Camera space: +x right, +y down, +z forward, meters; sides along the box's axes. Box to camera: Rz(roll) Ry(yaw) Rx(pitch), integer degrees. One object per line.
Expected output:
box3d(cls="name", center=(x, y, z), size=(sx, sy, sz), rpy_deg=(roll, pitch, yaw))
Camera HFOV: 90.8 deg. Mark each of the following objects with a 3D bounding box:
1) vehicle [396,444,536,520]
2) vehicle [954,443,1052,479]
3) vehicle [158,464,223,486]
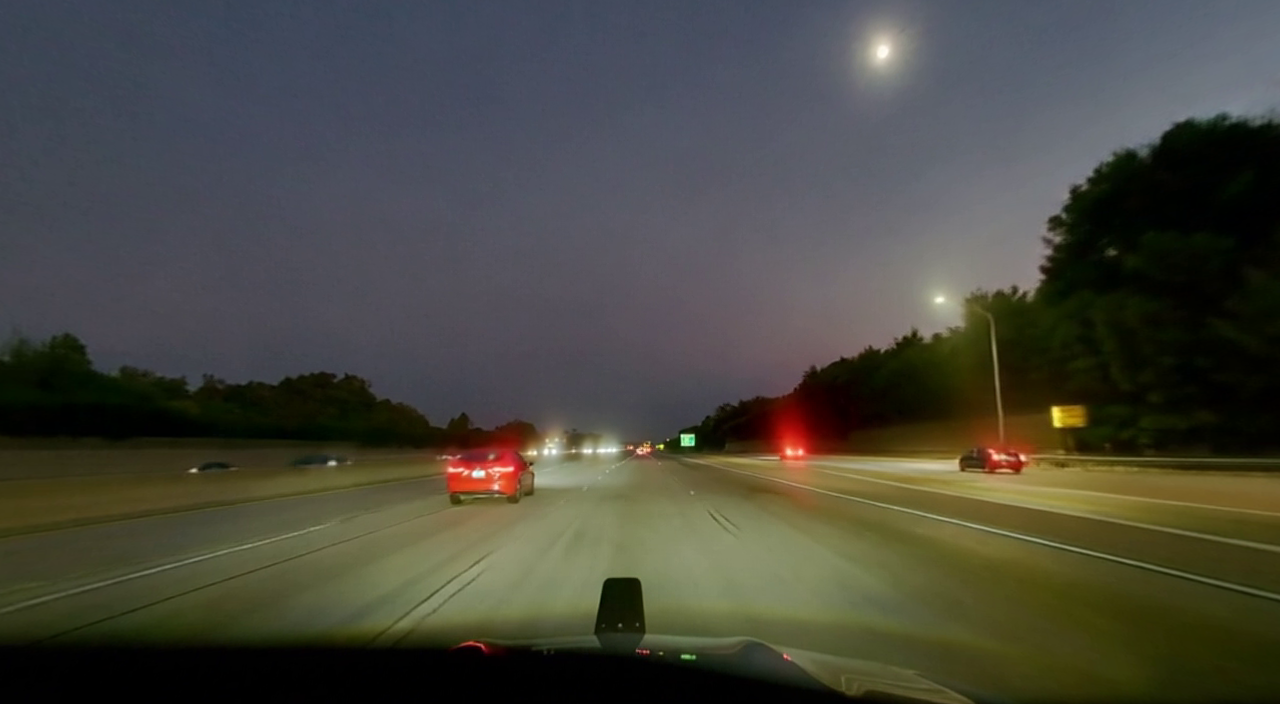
box3d(cls="vehicle", center=(-3.743, 2.872, 14.510), size=(1.873, 1.438, 4.546), rpy_deg=(-1, -9, 1))
box3d(cls="vehicle", center=(15.733, 4.743, 27.634), size=(1.805, 1.427, 4.447), rpy_deg=(-1, -9, 3))
box3d(cls="vehicle", center=(-34.959, 9.531, 49.233), size=(1.800, 1.447, 4.651), rpy_deg=(-1, -9, -2))
